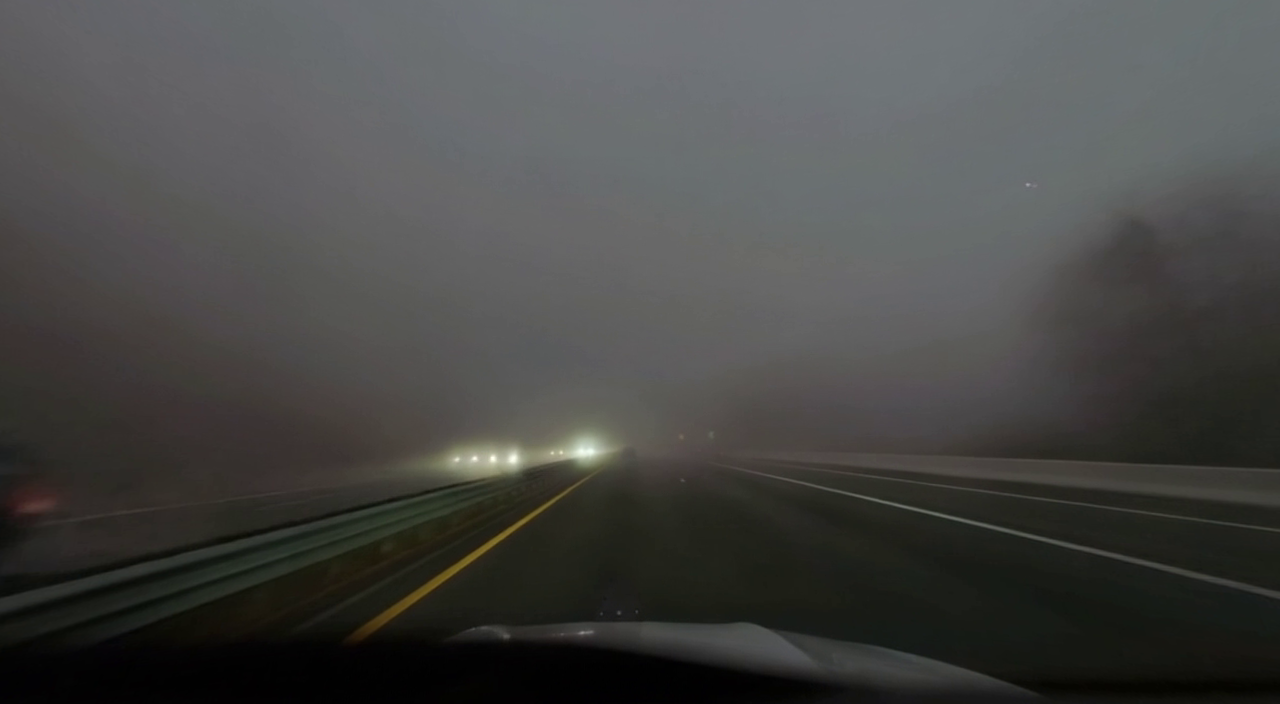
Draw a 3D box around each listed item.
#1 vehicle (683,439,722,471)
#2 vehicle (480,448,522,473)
[{"bbox_3d":[3.415,5.703,34.867,1.972,1.614,4.025,-1,-9,3],"label":"vehicle"},{"bbox_3d":[-9.322,7.292,42.286,1.950,1.587,4.308,0,-9,-1],"label":"vehicle"}]
